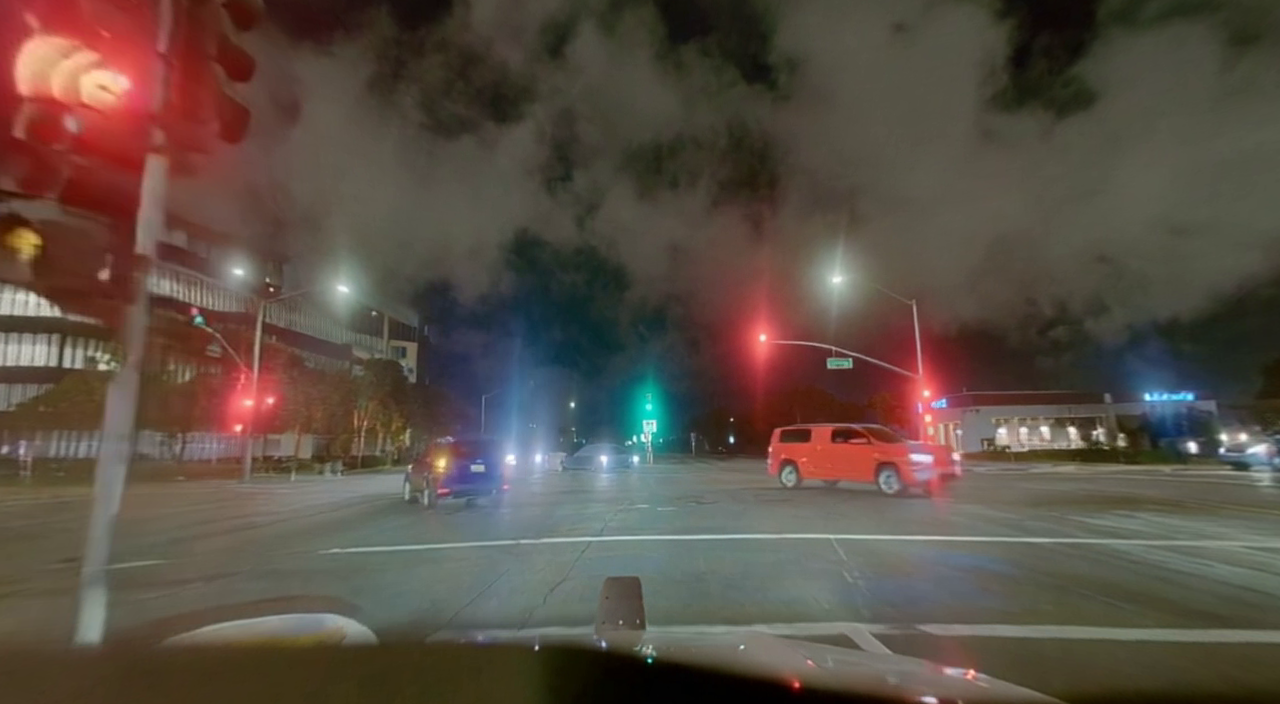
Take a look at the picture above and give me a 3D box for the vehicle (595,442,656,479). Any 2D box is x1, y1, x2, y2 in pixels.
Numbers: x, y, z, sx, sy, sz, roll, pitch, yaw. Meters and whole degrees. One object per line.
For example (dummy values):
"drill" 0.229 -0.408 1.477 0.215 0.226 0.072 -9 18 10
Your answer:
"vehicle" -0.801 5.127 30.133 2.142 1.607 4.733 1 -9 -11

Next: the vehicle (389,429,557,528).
"vehicle" -3.829 2.656 13.917 2.238 1.762 4.445 5 -10 -32

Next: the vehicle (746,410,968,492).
"vehicle" 6.701 3.114 20.068 5.960 2.200 2.708 -8 -11 41
